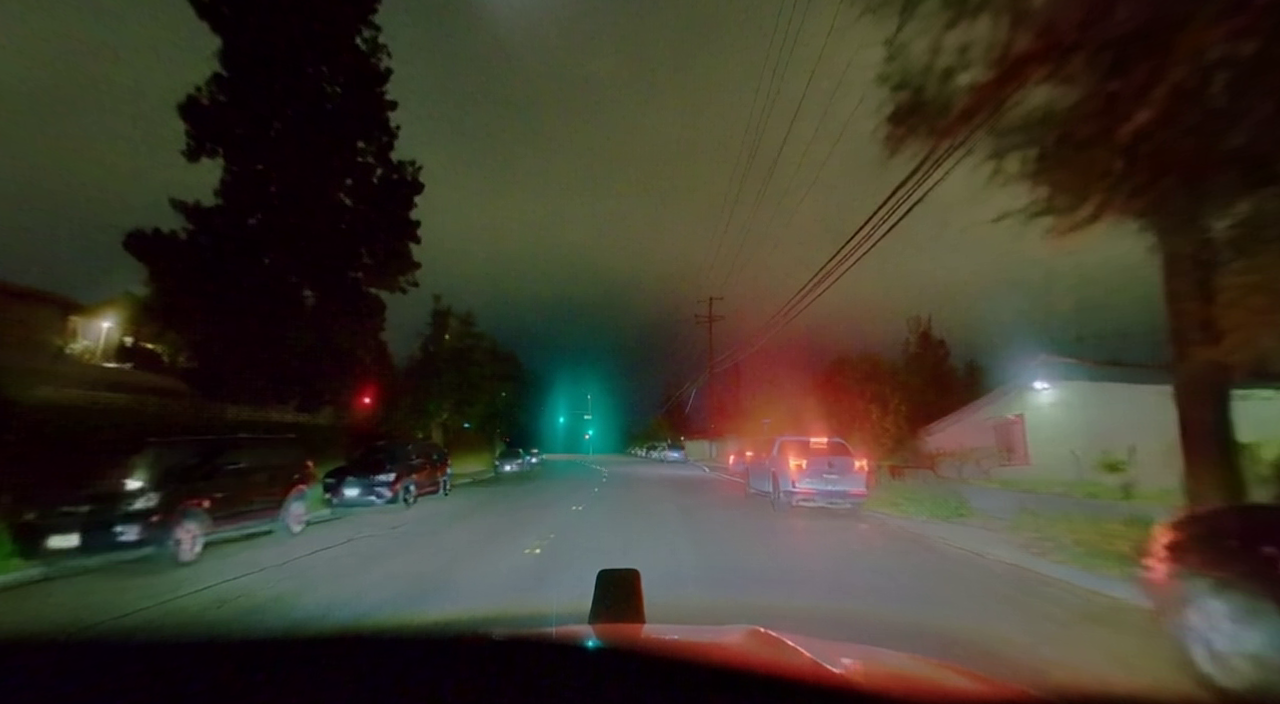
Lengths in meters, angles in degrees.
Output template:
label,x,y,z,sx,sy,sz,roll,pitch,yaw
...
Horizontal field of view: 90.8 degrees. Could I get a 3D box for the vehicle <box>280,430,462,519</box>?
label,x,y,z,sx,sy,sz,roll,pitch,yaw
vehicle,-6.308,2.949,15.709,2.158,1.817,5.230,0,-9,0

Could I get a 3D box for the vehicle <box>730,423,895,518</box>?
label,x,y,z,sx,sy,sz,roll,pitch,yaw
vehicle,3.635,2.665,14.672,2.178,1.757,5.495,0,-9,-1

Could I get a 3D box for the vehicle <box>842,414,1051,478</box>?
label,x,y,z,sx,sy,sz,roll,pitch,yaw
vehicle,17.032,5.289,35.390,10.500,3.344,2.906,1,-9,-8

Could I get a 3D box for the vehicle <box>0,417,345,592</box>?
label,x,y,z,sx,sy,sz,roll,pitch,yaw
vehicle,-6.291,1.940,8.907,2.031,1.799,4.587,0,-9,0

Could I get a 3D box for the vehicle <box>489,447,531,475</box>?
label,x,y,z,sx,sy,sz,roll,pitch,yaw
vehicle,-7.210,6.084,35.354,1.997,1.456,4.319,1,-9,-8

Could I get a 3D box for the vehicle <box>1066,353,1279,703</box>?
label,x,y,z,sx,sy,sz,roll,pitch,yaw
vehicle,3.742,0.749,1.874,1.889,1.736,4.185,0,-9,-2
